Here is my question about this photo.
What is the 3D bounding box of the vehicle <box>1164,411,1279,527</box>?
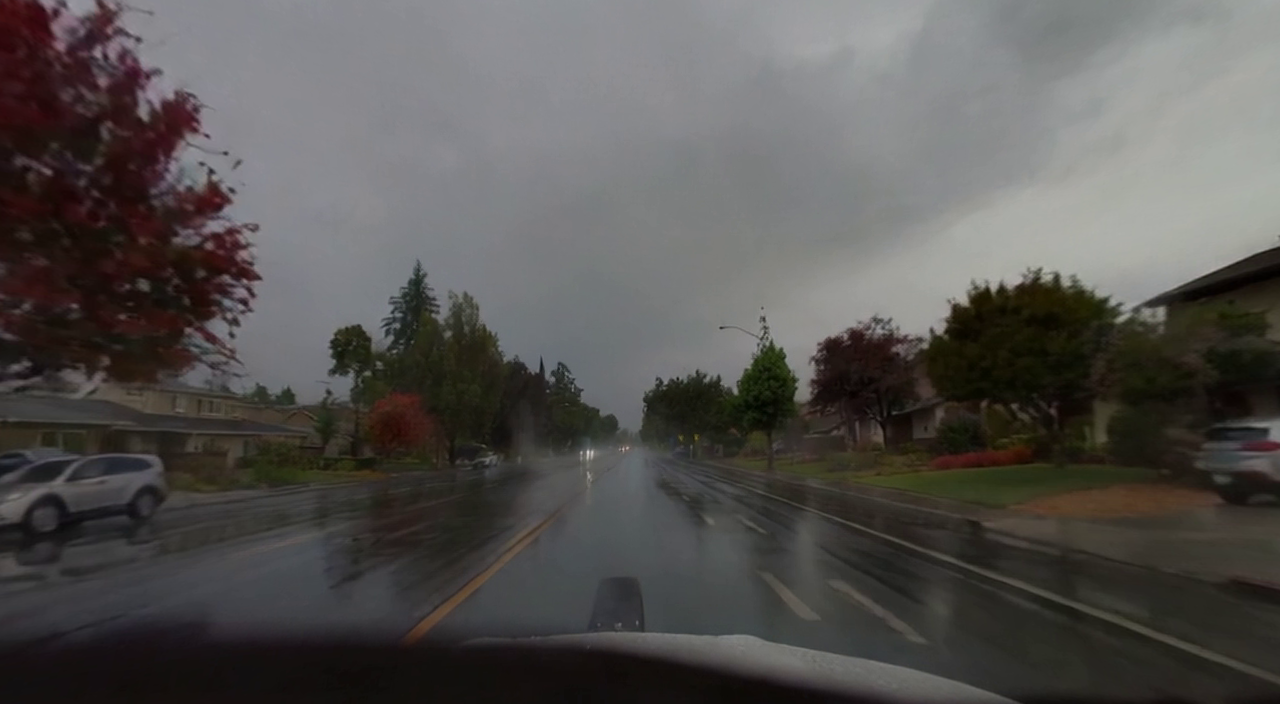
[{"bbox_3d":[12.337,1.947,11.263,4.194,1.850,1.951,-2,-8,-3],"label":"vehicle"}]

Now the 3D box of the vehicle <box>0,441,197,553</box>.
[{"bbox_3d":[-12.121,2.876,13.364,2.105,1.930,4.541,0,-9,0],"label":"vehicle"}]

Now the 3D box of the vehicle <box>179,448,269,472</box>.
[{"bbox_3d":[-27.865,7.225,42.395,4.551,1.556,2.061,0,-9,-1],"label":"vehicle"}]
